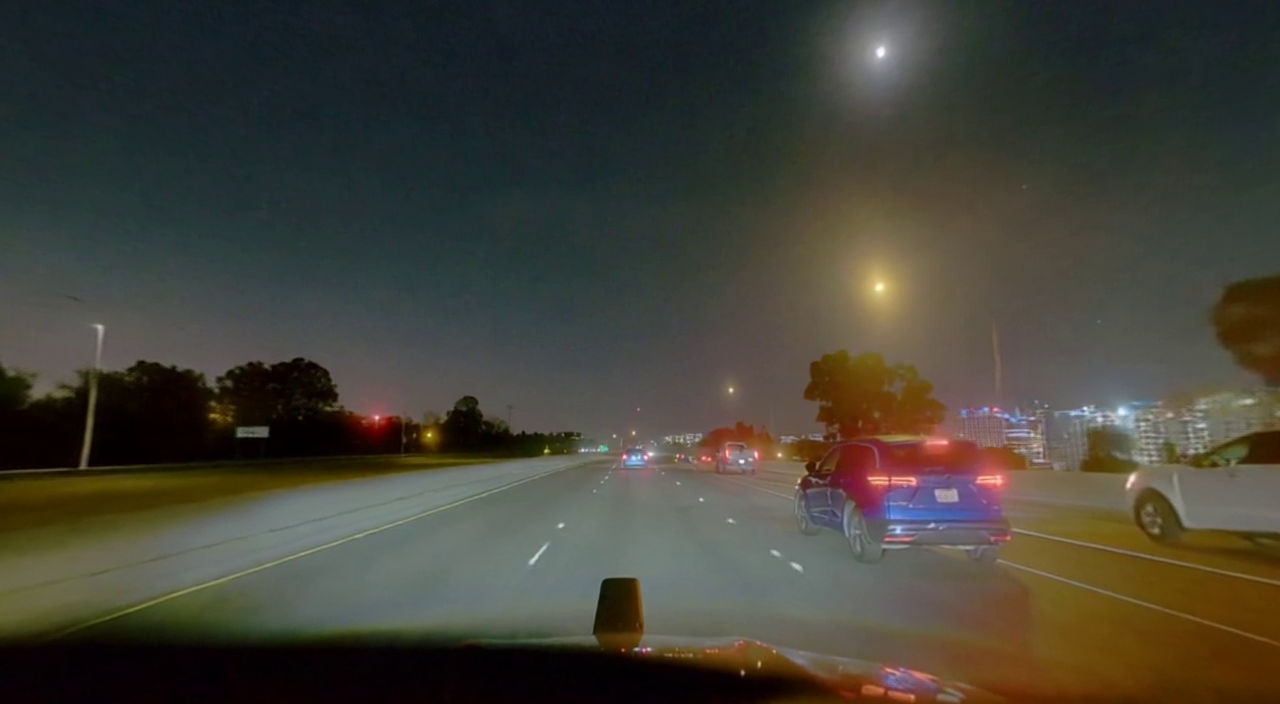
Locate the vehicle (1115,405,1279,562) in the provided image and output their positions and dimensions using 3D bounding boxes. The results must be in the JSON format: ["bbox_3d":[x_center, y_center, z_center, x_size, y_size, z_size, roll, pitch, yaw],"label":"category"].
[{"bbox_3d":[8.478,1.531,7.369,1.967,1.816,4.775,0,-8,-3],"label":"vehicle"}]

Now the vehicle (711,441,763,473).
[{"bbox_3d":[7.108,7.742,46.950,2.526,2.230,6.190,0,-8,-3],"label":"vehicle"}]

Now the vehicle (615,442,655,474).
[{"bbox_3d":[-0.351,6.214,37.479,2.181,1.768,4.383,0,-8,-2],"label":"vehicle"}]

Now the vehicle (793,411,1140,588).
[{"bbox_3d":[3.639,1.712,8.230,2.097,1.659,4.320,0,-8,-2],"label":"vehicle"}]
